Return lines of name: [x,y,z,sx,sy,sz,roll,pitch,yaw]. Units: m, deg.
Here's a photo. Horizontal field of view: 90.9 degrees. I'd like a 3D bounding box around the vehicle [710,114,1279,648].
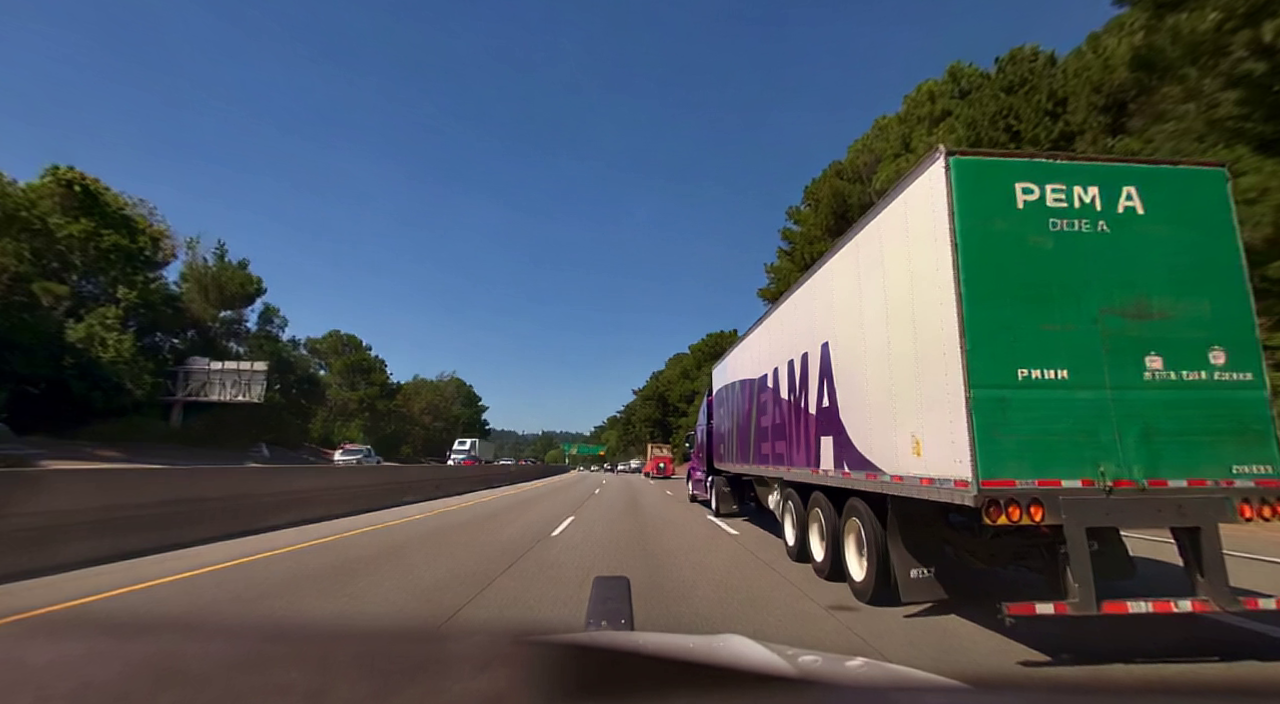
vehicle: [3.558,1.331,11.657,2.856,4.040,14.009,1,-10,0]
